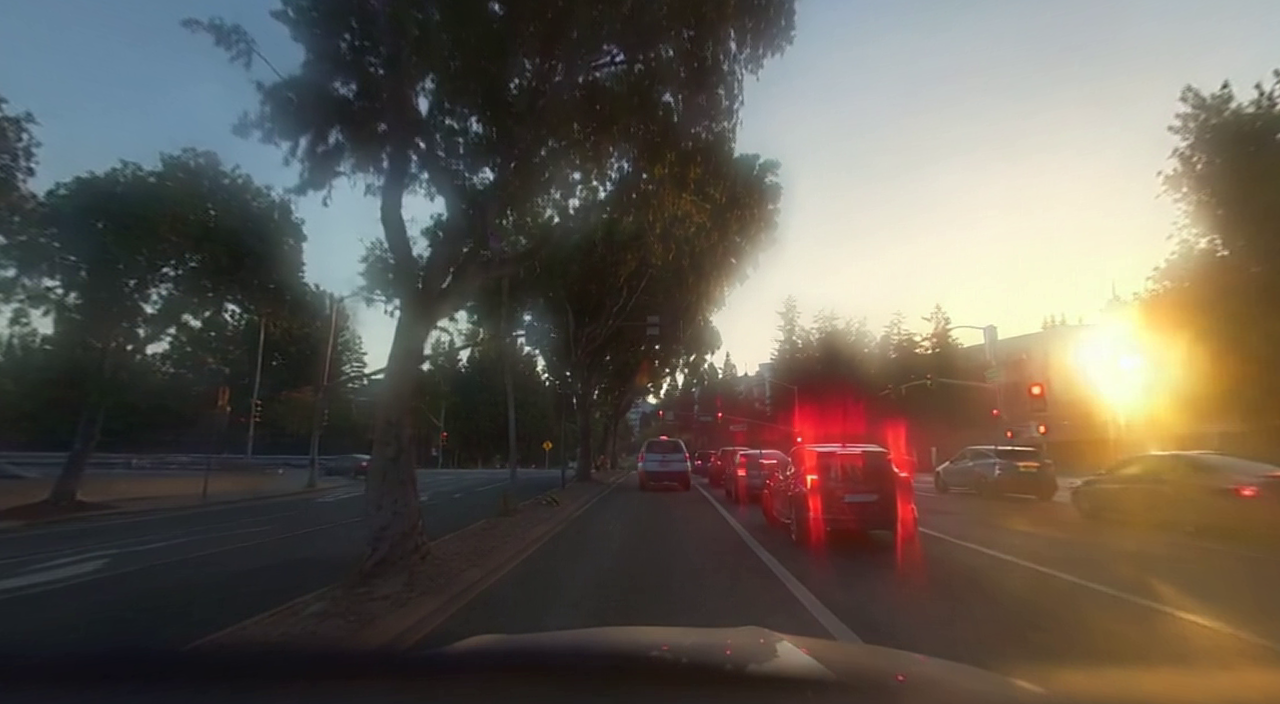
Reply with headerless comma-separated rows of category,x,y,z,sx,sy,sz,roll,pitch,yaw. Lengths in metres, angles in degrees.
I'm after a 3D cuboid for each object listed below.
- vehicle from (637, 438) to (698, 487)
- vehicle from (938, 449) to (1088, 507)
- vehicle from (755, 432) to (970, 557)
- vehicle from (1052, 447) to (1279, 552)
vehicle,1.029,4.426,25.723,2.245,1.800,4.522,0,-8,0
vehicle,10.789,3.629,18.677,1.842,1.466,4.379,0,-8,2
vehicle,3.236,2.139,10.208,2.078,1.578,4.107,0,-8,2
vehicle,9.546,2.386,10.971,1.884,1.422,4.262,0,-8,0
